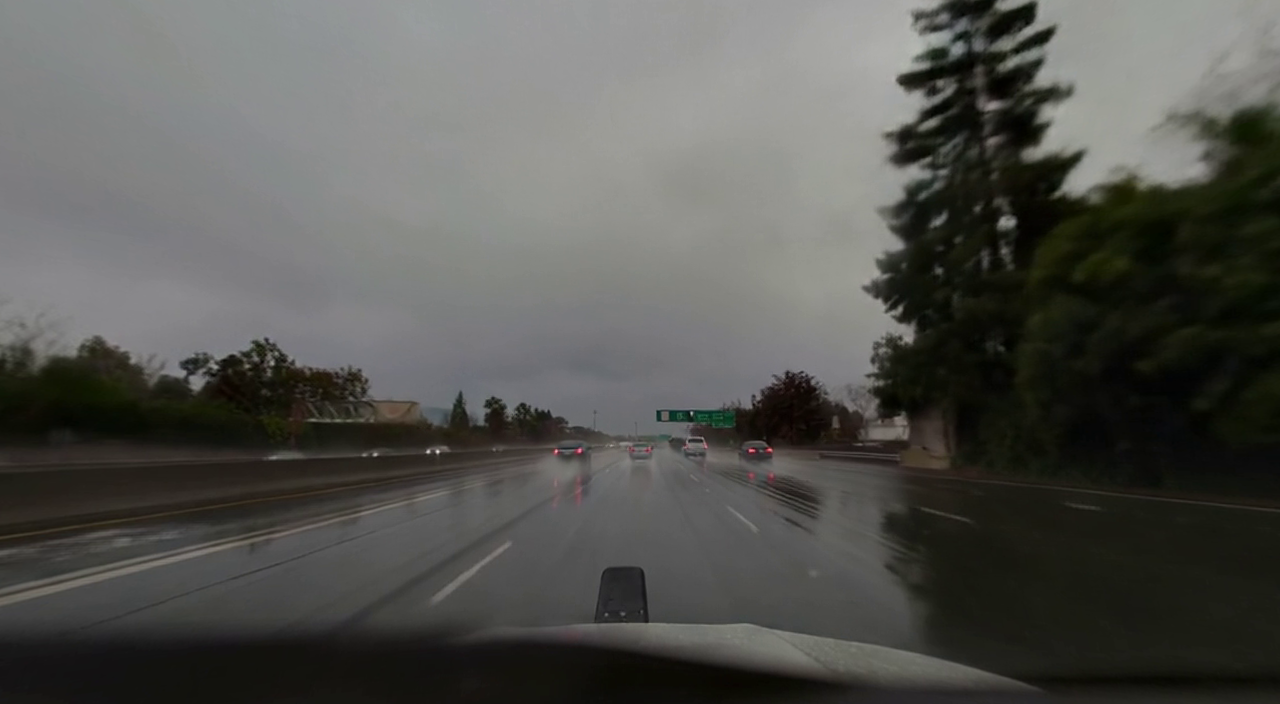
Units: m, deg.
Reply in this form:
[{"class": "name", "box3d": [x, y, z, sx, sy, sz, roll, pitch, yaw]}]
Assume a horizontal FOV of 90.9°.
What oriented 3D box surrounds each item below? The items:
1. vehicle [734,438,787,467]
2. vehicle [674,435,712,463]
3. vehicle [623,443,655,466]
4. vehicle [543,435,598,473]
[{"class": "vehicle", "box3d": [7.261, 6.120, 38.488, 2.196, 1.659, 4.451, 0, -8, -2]}, {"class": "vehicle", "box3d": [3.936, 7.333, 47.665, 2.348, 1.991, 5.460, 0, -8, 0]}, {"class": "vehicle", "box3d": [-0.027, 6.923, 42.867, 2.050, 1.452, 3.917, 0, -8, 1]}, {"class": "vehicle", "box3d": [-3.434, 5.135, 32.047, 2.118, 1.750, 4.875, 0, -8, 2]}]
